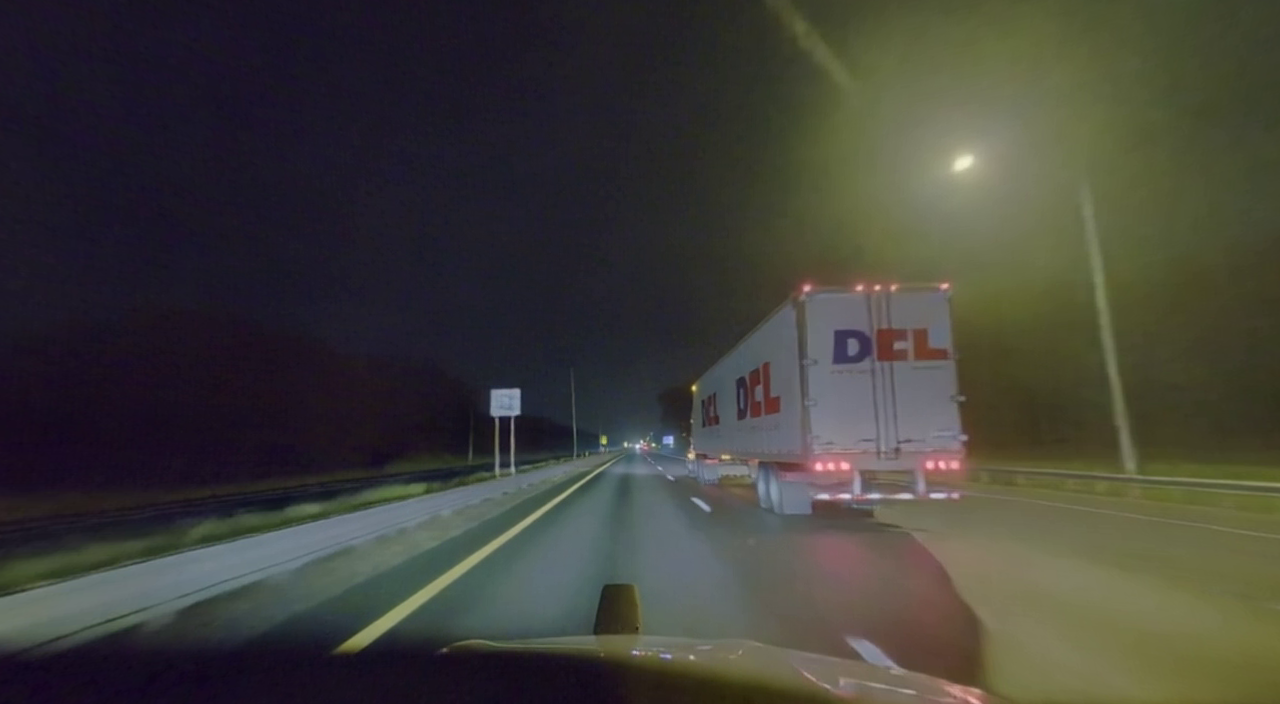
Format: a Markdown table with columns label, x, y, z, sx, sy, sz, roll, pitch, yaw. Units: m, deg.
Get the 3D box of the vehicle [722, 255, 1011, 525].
| label | x | y | z | sx | sy | sz | roll | pitch | yaw |
| --- | --- | --- | --- | --- | --- | --- | --- | --- | --- |
| vehicle | 3.879 | 1.128 | 13.482 | 2.879 | 4.075 | 8.126 | 0 | -9 | -2 |
